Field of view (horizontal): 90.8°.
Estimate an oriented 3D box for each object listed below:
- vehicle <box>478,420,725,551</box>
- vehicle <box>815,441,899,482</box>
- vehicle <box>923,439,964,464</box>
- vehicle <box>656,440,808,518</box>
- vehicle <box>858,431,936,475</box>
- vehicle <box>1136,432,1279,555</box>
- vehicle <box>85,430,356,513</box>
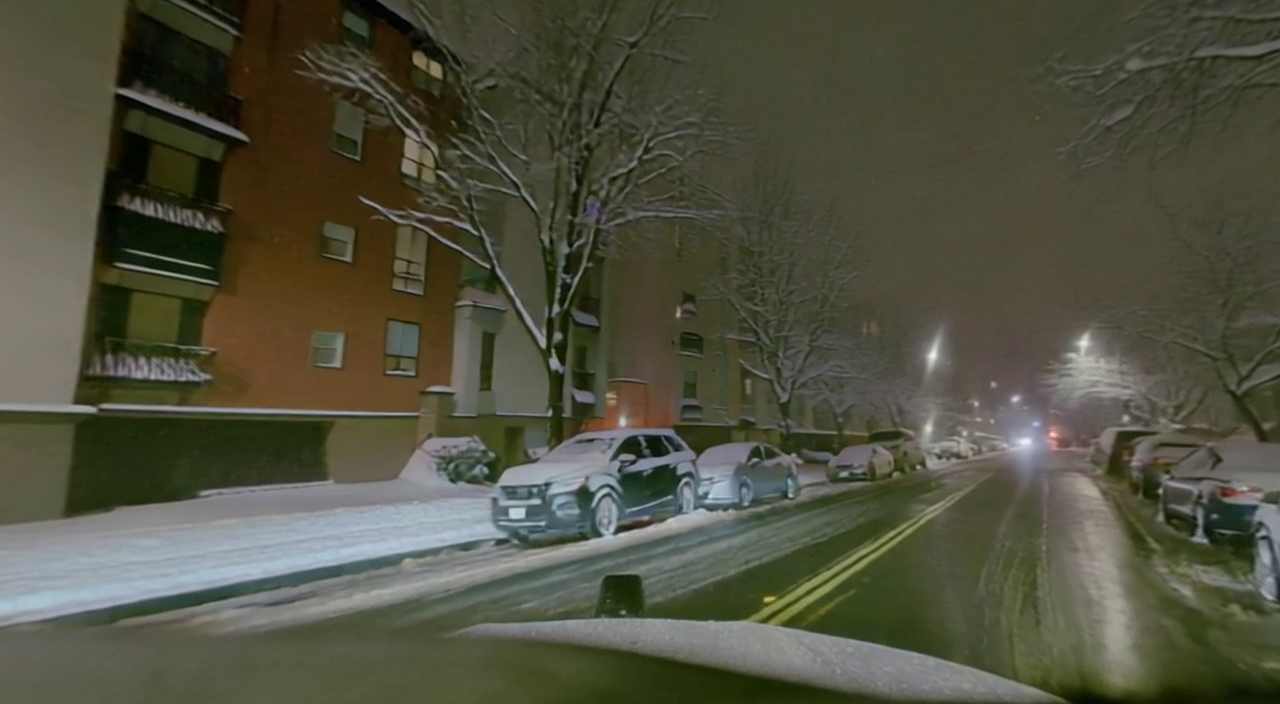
[{"bbox_3d":[-0.396,2.166,11.008,1.946,1.744,4.584,-5,-10,32],"label":"vehicle"},{"bbox_3d":[8.649,4.270,24.947,1.921,1.463,4.313,-6,-10,35],"label":"vehicle"},{"bbox_3d":[20.229,6.581,41.999,1.939,1.513,4.401,-5,-10,31],"label":"vehicle"},{"bbox_3d":[2.384,2.906,15.174,1.902,1.478,4.696,-6,-9,30],"label":"vehicle"},{"bbox_3d":[12.366,4.752,30.158,2.229,1.869,5.791,-7,-10,33],"label":"vehicle"},{"bbox_3d":[9.001,1.944,9.302,2.084,1.441,4.402,-5,-10,31],"label":"vehicle"},{"bbox_3d":[-8.734,2.495,13.799,1.812,1.458,4.714,-3,-9,19],"label":"vehicle"}]
